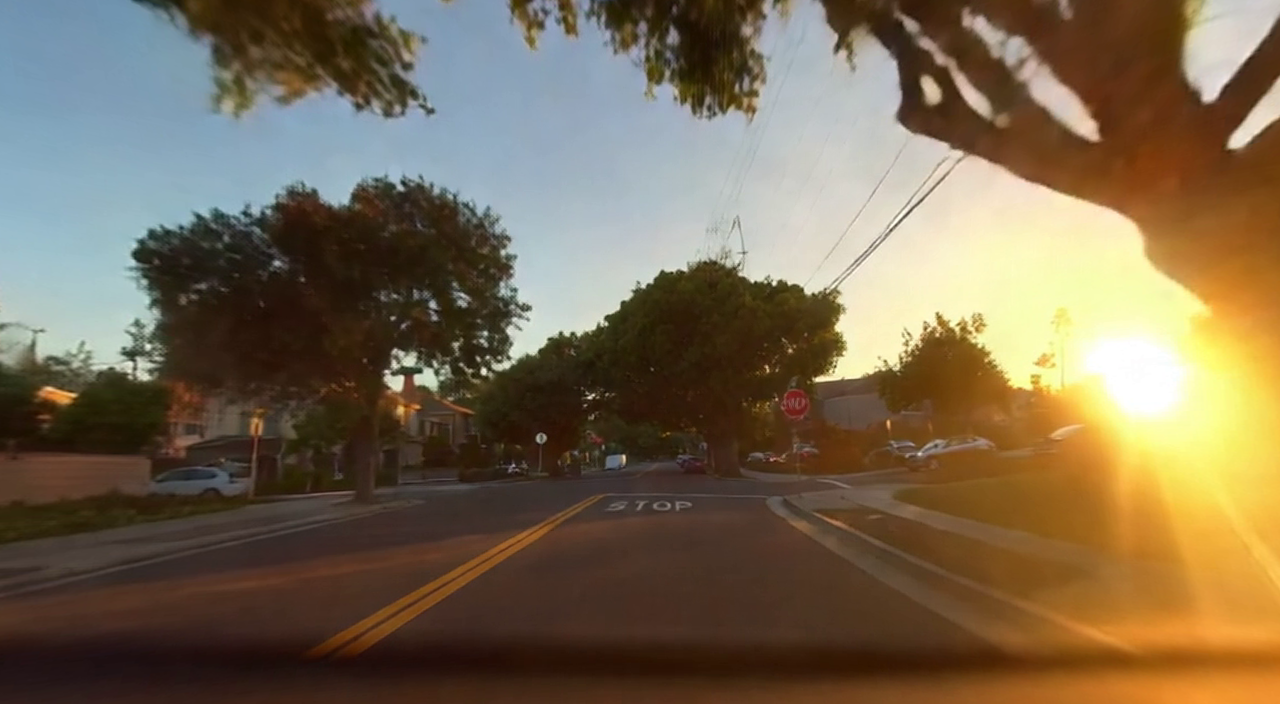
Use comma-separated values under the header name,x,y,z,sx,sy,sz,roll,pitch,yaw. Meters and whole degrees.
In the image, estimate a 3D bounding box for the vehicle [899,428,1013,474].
name,x,y,z,sx,sy,sz,roll,pitch,yaw
vehicle,16.420,5.168,32.927,4.788,1.875,2.148,1,-20,-13

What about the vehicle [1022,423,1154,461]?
name,x,y,z,sx,sy,sz,roll,pitch,yaw
vehicle,18.621,3.768,26.272,4.682,1.483,1.917,3,-9,-18

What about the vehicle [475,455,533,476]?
name,x,y,z,sx,sy,sz,roll,pitch,yaw
vehicle,-10.230,8.587,47.697,3.937,1.390,1.644,1,-7,3

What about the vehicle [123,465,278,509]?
name,x,y,z,sx,sy,sz,roll,pitch,yaw
vehicle,-16.431,5.049,23.801,4.320,1.443,1.867,0,-9,-6
